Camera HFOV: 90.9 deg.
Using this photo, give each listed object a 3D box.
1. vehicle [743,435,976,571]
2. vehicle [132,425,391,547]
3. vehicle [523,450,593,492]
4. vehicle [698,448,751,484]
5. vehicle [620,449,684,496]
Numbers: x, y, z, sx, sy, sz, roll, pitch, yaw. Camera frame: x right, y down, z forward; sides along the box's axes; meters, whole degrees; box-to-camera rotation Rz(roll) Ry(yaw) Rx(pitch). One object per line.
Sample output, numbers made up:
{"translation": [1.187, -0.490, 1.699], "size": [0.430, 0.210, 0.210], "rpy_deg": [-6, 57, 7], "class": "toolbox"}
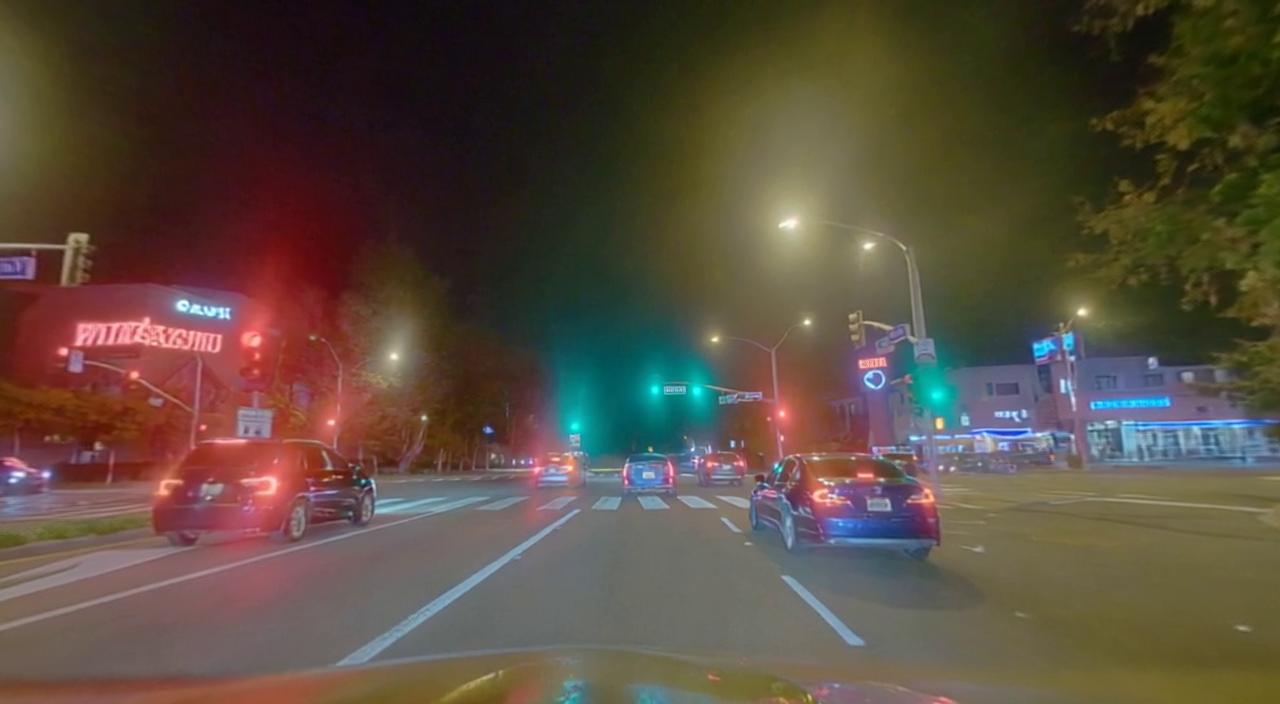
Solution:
{"translation": [2.819, 2.016, 9.244], "size": [1.946, 1.513, 4.133], "rpy_deg": [0, -8, 1], "class": "vehicle"}
{"translation": [-6.594, 2.353, 11.762], "size": [2.058, 1.804, 4.391], "rpy_deg": [0, -9, 0], "class": "vehicle"}
{"translation": [-3.180, 4.723, 25.365], "size": [2.040, 1.471, 4.211], "rpy_deg": [-1, -9, 3], "class": "vehicle"}
{"translation": [3.883, 5.304, 29.735], "size": [1.931, 1.552, 4.125], "rpy_deg": [0, -9, 0], "class": "vehicle"}
{"translation": [0.418, 4.262, 22.683], "size": [2.070, 1.460, 4.118], "rpy_deg": [0, -8, 1], "class": "vehicle"}
